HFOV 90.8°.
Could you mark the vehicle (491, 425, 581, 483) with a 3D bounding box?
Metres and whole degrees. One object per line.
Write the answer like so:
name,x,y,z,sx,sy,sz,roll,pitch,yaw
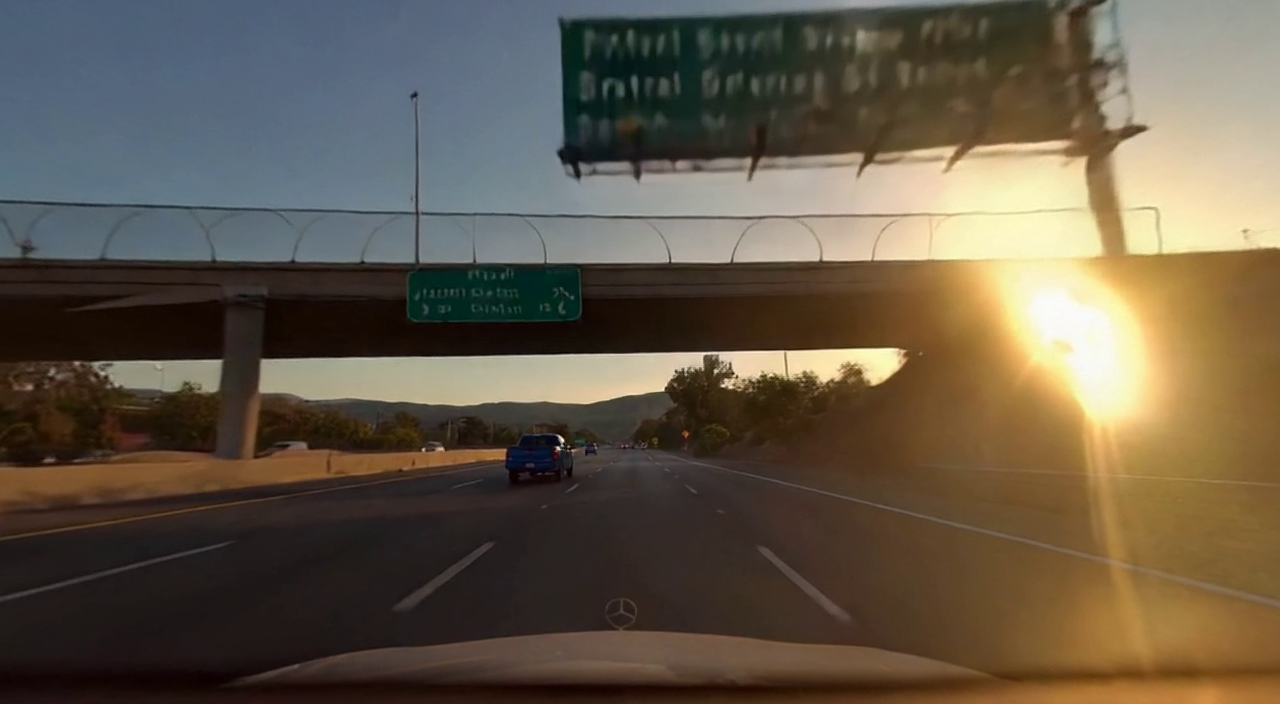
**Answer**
vehicle,-3.960,4.053,25.396,2.529,2.003,5.904,0,-8,1
